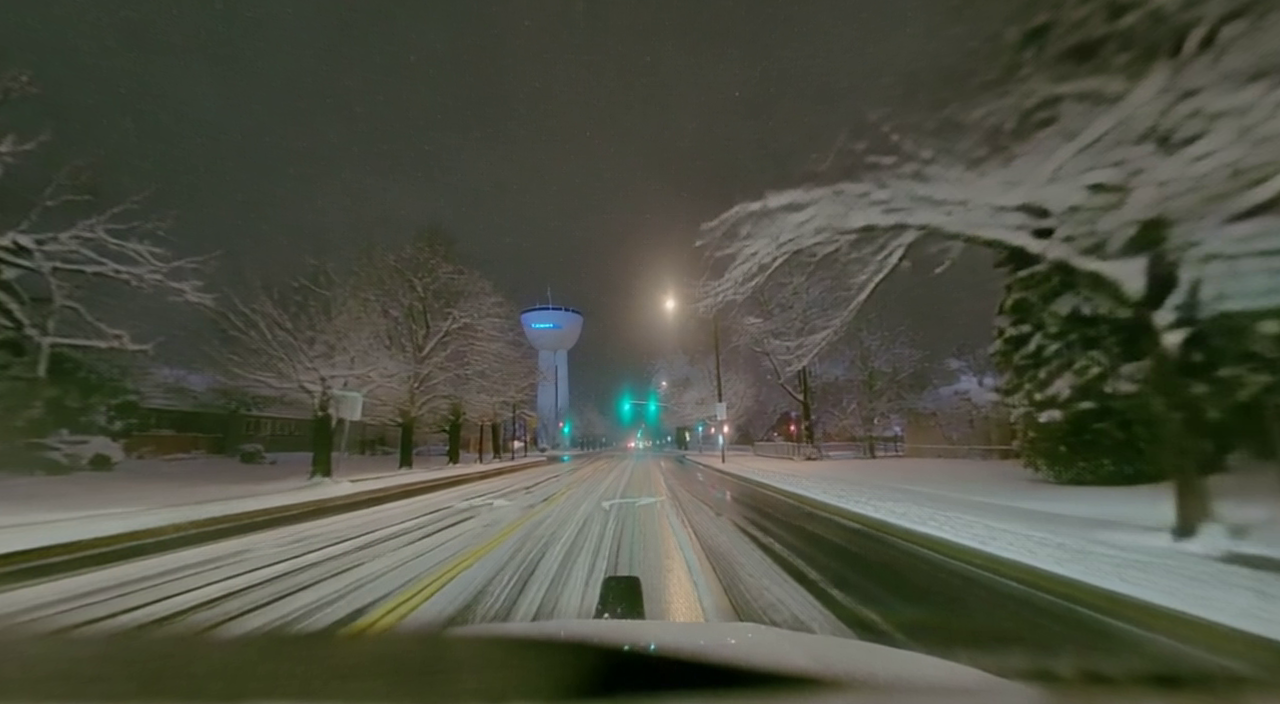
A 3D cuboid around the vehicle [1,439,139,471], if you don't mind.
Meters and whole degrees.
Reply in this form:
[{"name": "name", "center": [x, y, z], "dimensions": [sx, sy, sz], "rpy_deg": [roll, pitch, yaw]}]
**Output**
[{"name": "vehicle", "center": [-26.678, 4.809, 29.487], "dimensions": [4.577, 1.417, 2.014], "rpy_deg": [-1, -8, 2]}]
